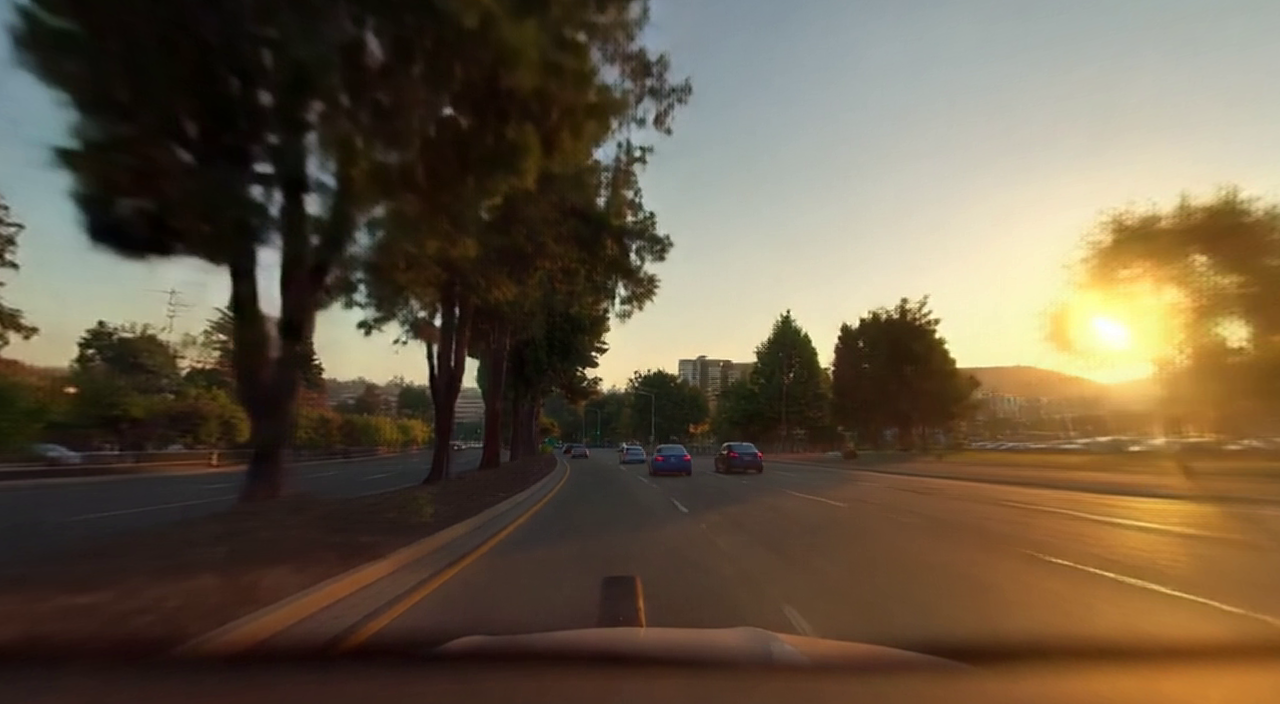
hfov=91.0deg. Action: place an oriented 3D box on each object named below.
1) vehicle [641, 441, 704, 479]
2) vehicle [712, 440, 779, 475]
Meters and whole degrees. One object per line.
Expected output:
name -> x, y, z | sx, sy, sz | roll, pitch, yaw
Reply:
vehicle -> 1.281, 4.536, 26.748 | 2.077, 1.464, 4.134 | 1, -8, -6
vehicle -> 4.730, 4.795, 28.981 | 1.901, 1.474, 4.363 | 1, -8, -6
